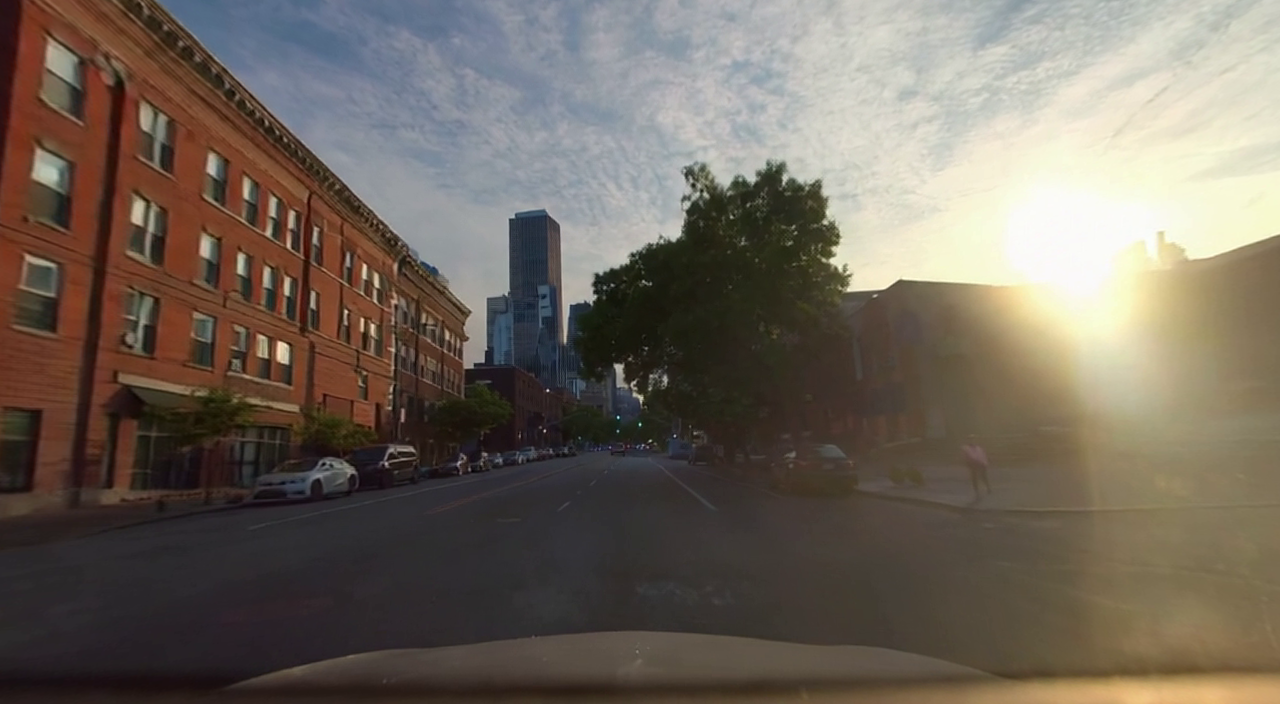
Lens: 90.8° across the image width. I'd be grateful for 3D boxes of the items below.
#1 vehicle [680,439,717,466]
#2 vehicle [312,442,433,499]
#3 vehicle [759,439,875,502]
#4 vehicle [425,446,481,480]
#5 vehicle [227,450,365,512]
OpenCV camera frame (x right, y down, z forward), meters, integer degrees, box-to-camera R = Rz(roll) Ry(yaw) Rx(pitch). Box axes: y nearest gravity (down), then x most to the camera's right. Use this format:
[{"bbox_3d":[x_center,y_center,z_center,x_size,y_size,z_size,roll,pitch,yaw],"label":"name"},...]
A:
[{"bbox_3d":[4.394,7.663,48.445,2.237,1.908,5.320,0,-8,-1],"label":"vehicle"},{"bbox_3d":[-11.045,4.881,26.755,2.574,1.922,6.292,-4,-8,-2],"label":"vehicle"},{"bbox_3d":[4.821,3.281,17.942,1.929,1.522,4.543,0,-8,0],"label":"vehicle"},{"bbox_3d":[-11.517,6.816,39.298,1.970,1.828,5.519,-3,-8,-2],"label":"vehicle"},{"bbox_3d":[-11.162,4.163,20.974,1.992,1.629,4.773,-4,-8,-1],"label":"vehicle"}]
